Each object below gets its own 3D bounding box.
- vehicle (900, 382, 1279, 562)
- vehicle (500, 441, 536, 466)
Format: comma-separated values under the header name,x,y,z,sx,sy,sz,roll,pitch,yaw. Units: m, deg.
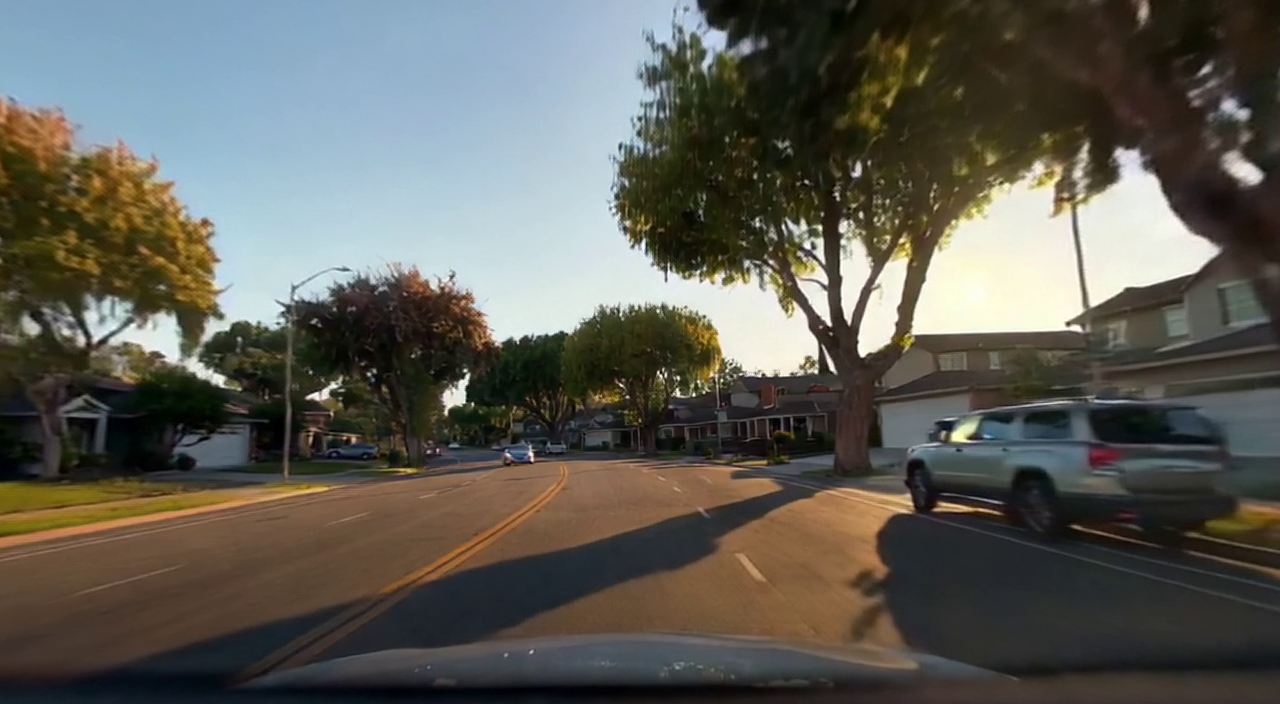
name,x,y,z,sx,sy,sz,roll,pitch,yaw
vehicle,6.630,1.758,10.170,2.348,1.986,6.289,0,-8,2
vehicle,-7.861,6.436,40.269,2.043,1.470,4.338,2,-8,-13
